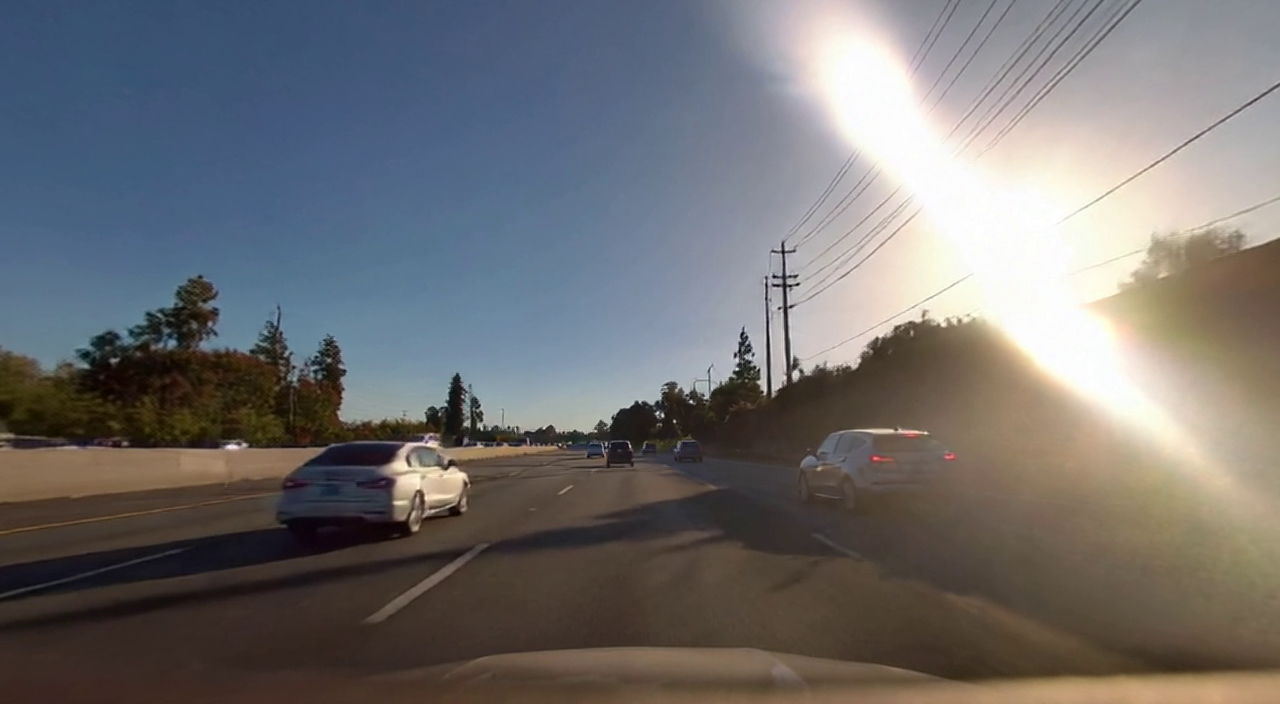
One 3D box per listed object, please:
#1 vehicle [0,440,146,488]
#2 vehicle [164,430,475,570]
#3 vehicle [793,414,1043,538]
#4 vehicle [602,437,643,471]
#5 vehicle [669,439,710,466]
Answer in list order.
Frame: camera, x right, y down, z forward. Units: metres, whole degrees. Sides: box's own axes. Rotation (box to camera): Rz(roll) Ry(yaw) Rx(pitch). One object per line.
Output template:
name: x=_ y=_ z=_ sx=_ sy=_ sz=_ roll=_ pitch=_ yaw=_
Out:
vehicle: x=-20.600 y=3.925 z=22.507 sx=1.881 sy=1.516 sz=5.010 roll=0 pitch=-8 yaw=0
vehicle: x=-4.317 y=2.064 z=9.808 sx=2.091 sy=1.562 sz=5.220 roll=0 pitch=-8 yaw=0
vehicle: x=4.482 y=2.085 z=11.252 sx=2.102 sy=1.723 sz=4.745 roll=0 pitch=-8 yaw=-2
vehicle: x=-0.994 y=5.782 z=35.850 sx=2.192 sy=1.769 sz=4.287 roll=0 pitch=-8 yaw=-2
vehicle: x=3.242 y=6.734 z=42.512 sx=2.099 sy=1.720 sz=4.829 roll=0 pitch=-8 yaw=-4
